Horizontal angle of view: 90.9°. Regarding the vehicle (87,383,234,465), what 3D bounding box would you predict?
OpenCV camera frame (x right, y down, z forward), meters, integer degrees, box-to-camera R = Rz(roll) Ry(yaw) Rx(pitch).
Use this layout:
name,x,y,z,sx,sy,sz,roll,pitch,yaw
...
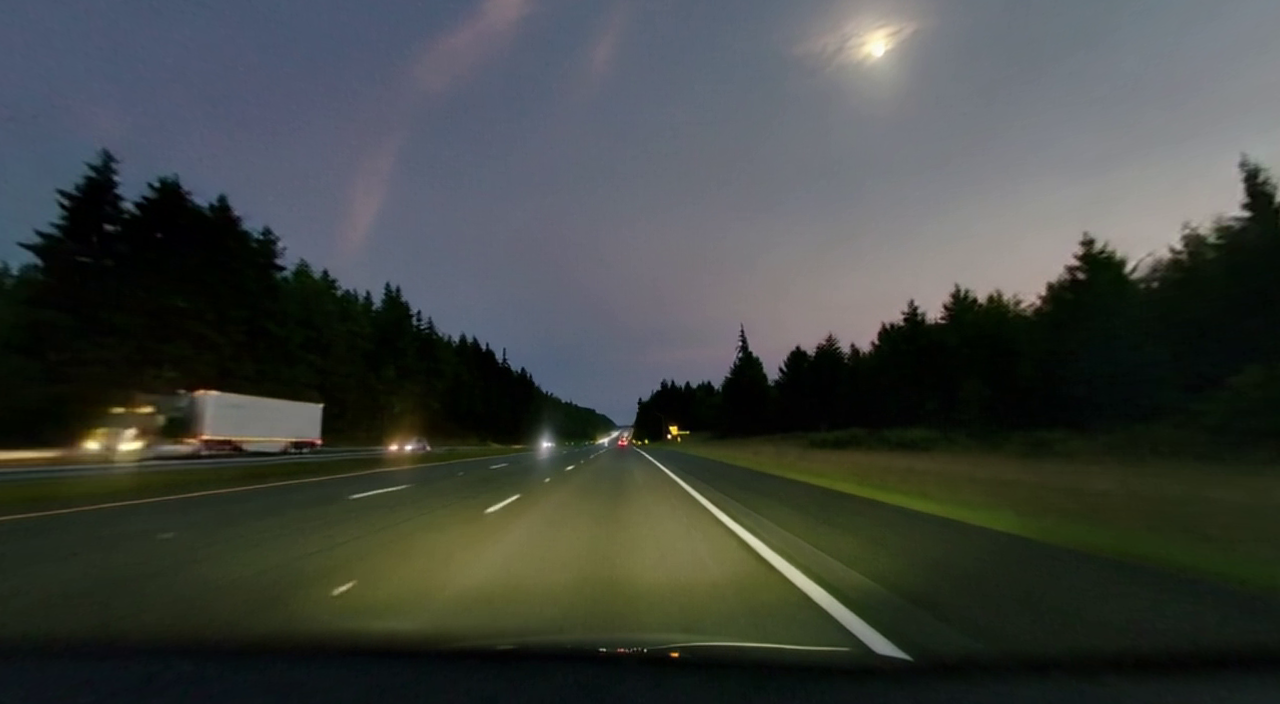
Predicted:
name,x,y,z,sx,sy,sz,roll,pitch,yaw
vehicle,-25.023,3.841,33.362,3.013,3.897,6.007,0,-8,-2
